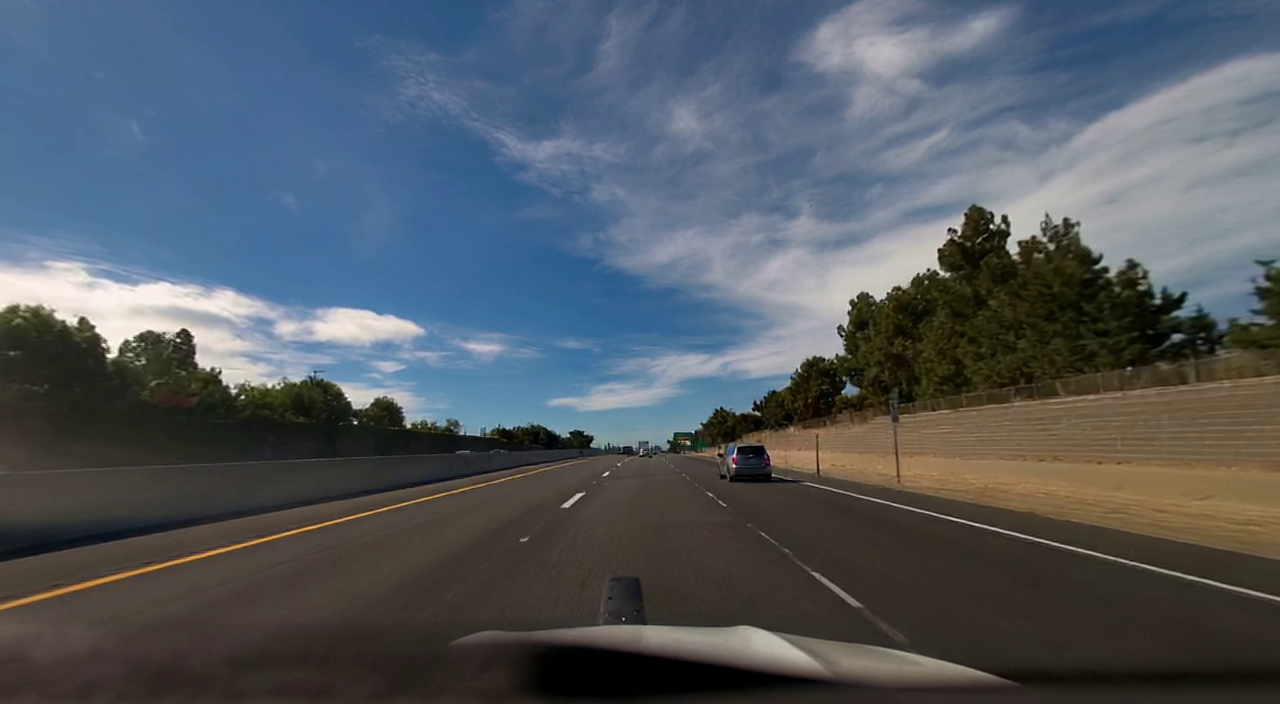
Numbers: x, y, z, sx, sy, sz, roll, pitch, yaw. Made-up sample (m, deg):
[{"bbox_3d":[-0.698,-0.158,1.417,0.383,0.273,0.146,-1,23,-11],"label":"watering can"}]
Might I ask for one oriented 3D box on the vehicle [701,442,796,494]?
[{"bbox_3d":[3.362,3.707,20.594,2.193,1.462,4.533,0,-8,-1],"label":"vehicle"}]
